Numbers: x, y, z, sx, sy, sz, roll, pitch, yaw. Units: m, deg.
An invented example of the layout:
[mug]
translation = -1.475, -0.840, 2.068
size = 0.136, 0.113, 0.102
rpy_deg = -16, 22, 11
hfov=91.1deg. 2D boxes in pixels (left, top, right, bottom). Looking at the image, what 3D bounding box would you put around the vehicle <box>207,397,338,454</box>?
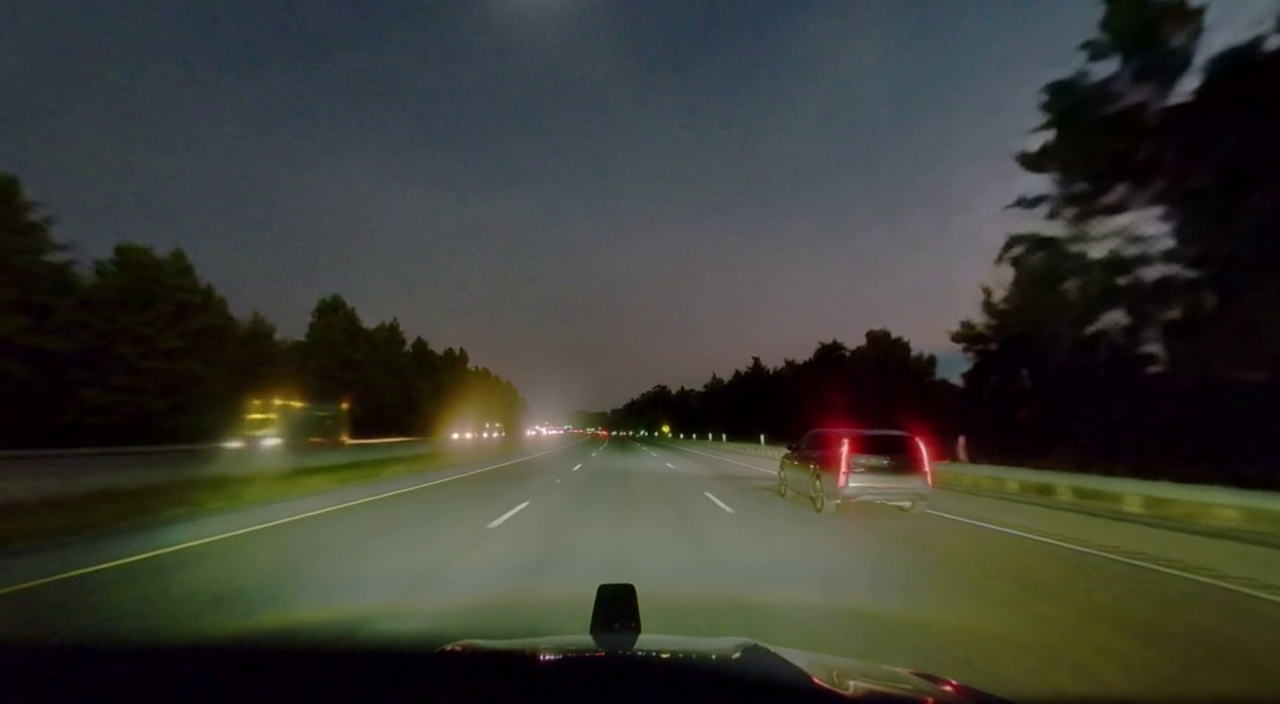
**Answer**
[vehicle]
translation = -18.098, 3.751, 31.560
size = 2.609, 2.539, 6.751
rpy_deg = 0, -8, -2
